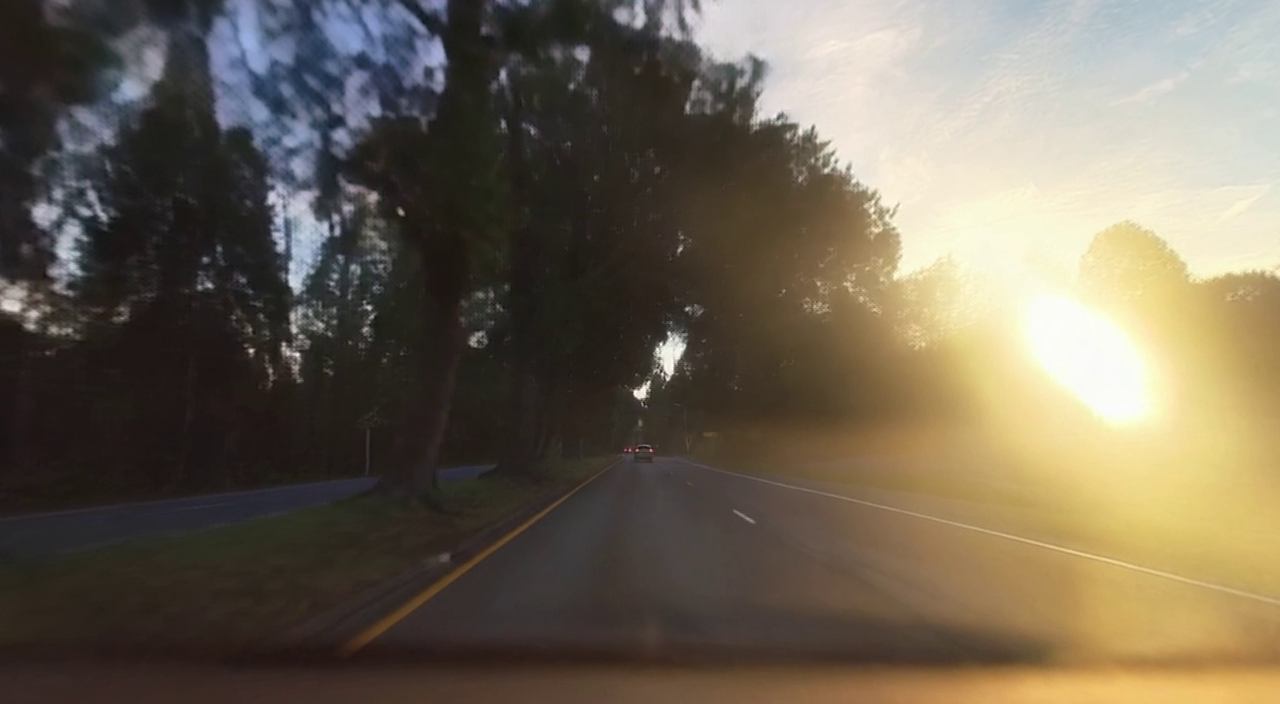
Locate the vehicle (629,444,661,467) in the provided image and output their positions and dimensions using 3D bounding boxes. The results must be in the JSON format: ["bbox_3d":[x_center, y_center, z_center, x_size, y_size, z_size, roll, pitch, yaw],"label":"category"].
[{"bbox_3d":[0.347,8.166,49.834,2.183,1.744,4.424,0,-9,-3],"label":"vehicle"}]
